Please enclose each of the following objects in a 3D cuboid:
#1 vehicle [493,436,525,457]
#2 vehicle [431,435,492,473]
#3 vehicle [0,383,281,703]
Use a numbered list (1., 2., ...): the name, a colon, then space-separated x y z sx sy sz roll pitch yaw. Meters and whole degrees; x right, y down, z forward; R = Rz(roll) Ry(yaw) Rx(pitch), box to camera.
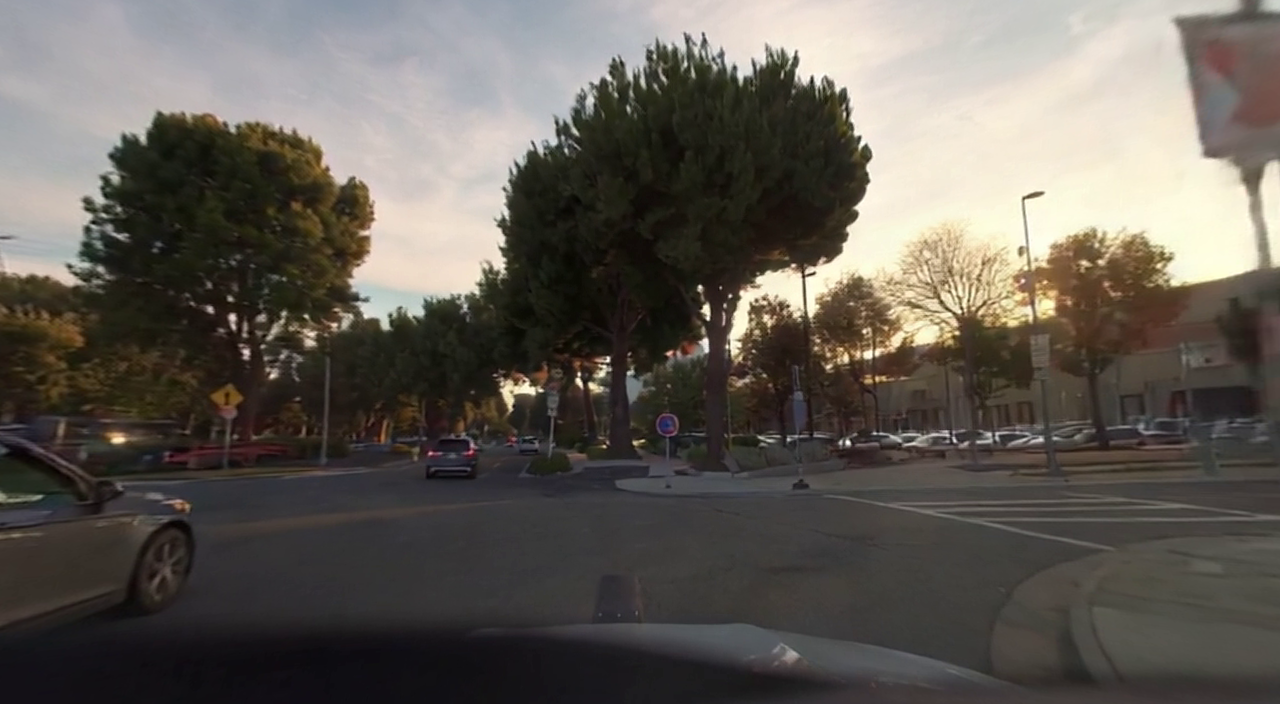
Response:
1. vehicle: -9.827 7.095 47.330 1.742 1.504 3.771 0 -8 -2
2. vehicle: -7.362 4.216 26.321 1.962 1.424 4.289 1 -8 -10
3. vehicle: -3.735 0.923 3.008 1.853 1.478 4.381 1 -8 -7
